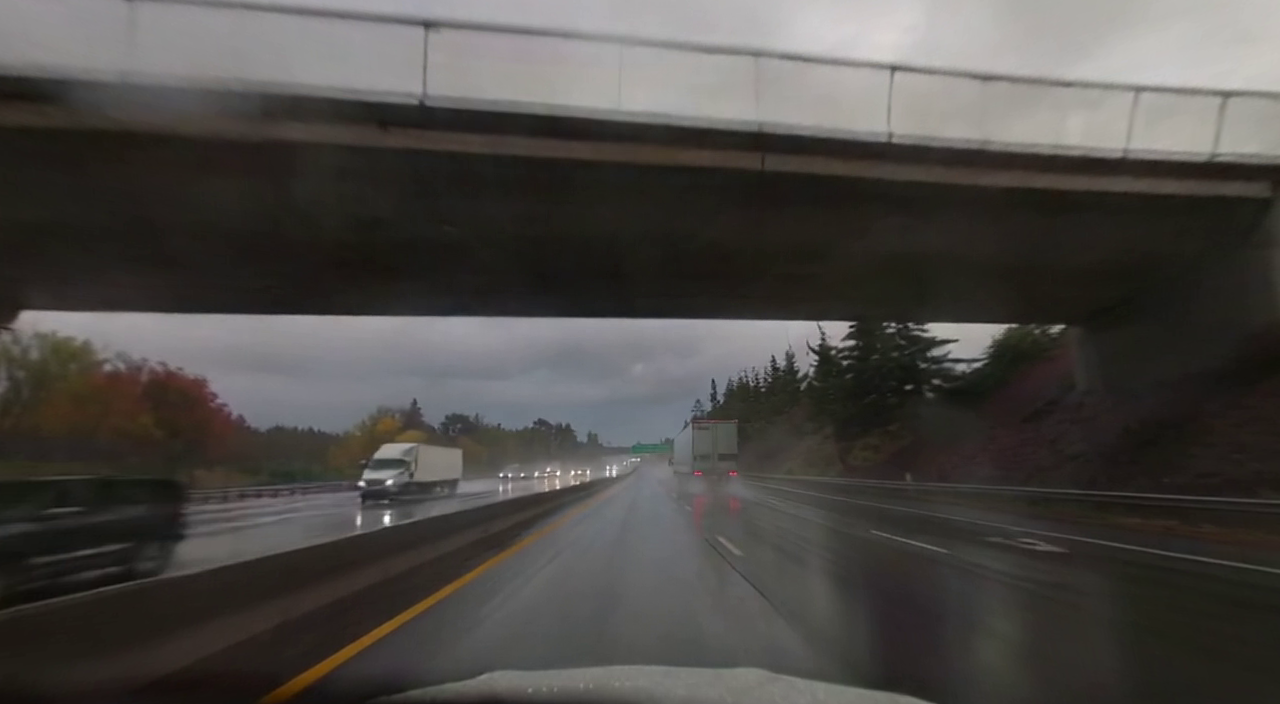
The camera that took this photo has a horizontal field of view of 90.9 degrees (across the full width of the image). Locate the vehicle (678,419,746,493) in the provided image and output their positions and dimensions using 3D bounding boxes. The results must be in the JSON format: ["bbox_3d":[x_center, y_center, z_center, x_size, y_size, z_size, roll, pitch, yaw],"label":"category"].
[{"bbox_3d":[4.299,6.777,40.400,3.054,4.005,11.895,1,-10,0],"label":"vehicle"}]

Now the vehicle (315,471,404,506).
[{"bbox_3d":[-13.095,6.378,29.788,2.019,1.441,4.718,1,-10,1],"label":"vehicle"}]

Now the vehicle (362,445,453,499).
[{"bbox_3d":[-13.065,6.863,36.071,2.621,2.742,6.186,0,-11,1],"label":"vehicle"}]
